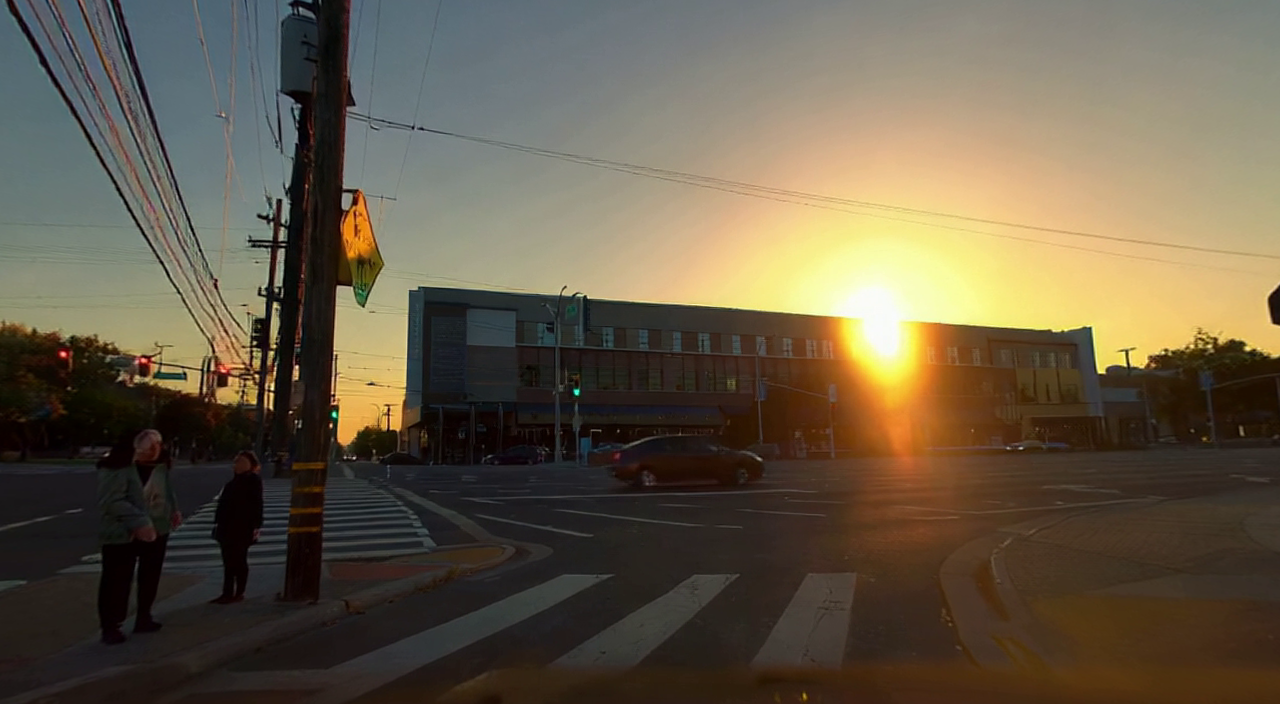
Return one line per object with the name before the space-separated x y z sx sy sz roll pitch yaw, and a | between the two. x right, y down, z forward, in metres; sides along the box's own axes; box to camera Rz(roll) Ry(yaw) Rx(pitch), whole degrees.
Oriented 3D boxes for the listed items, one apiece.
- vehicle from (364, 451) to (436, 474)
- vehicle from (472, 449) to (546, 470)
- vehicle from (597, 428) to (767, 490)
vehicle | -17.161 7.858 45.147 4.623 1.471 1.805 4 -9 -25
vehicle | -9.379 7.719 45.354 4.837 1.407 1.818 4 -9 -26
vehicle | 1.118 3.068 18.274 4.530 1.648 2.075 1 -9 -8
